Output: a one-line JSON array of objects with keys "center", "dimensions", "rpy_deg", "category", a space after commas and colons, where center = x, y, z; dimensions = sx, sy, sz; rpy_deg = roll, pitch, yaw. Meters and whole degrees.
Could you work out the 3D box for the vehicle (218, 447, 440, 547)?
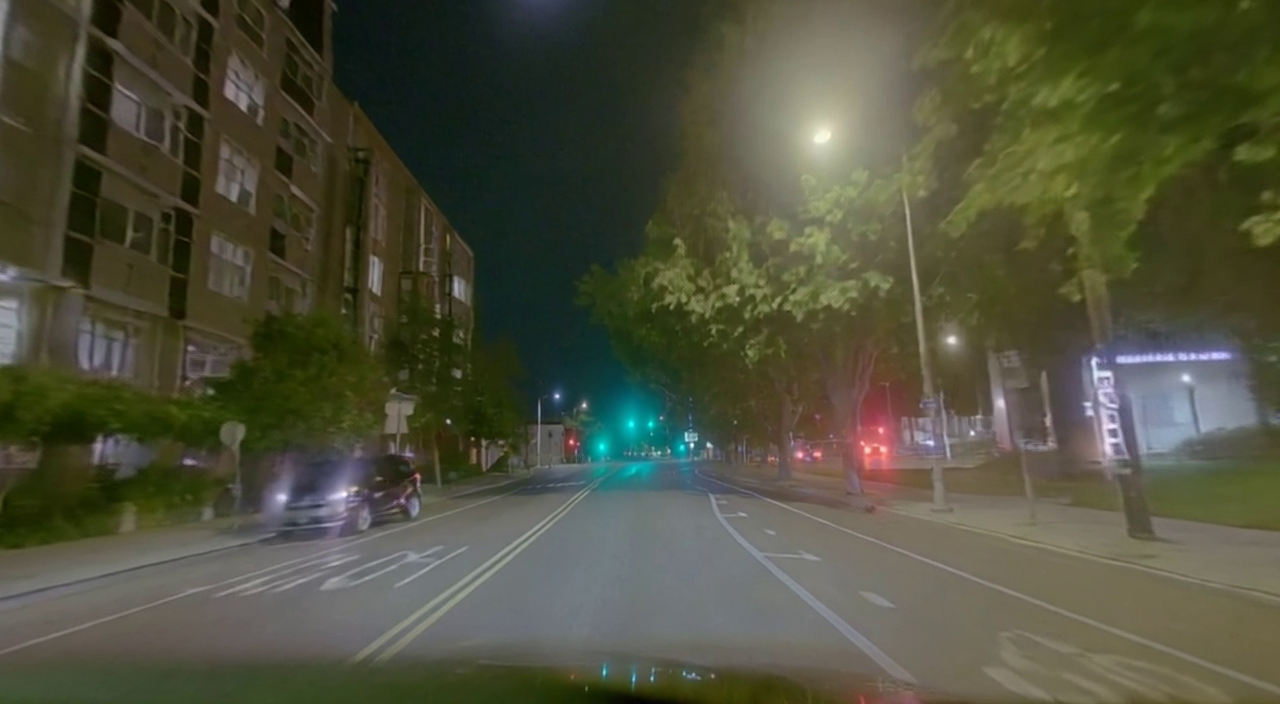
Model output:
[{"center": [-6.207, 2.899, 13.464], "dimensions": [2.147, 1.701, 4.879], "rpy_deg": [0, -8, 1], "category": "vehicle"}]
